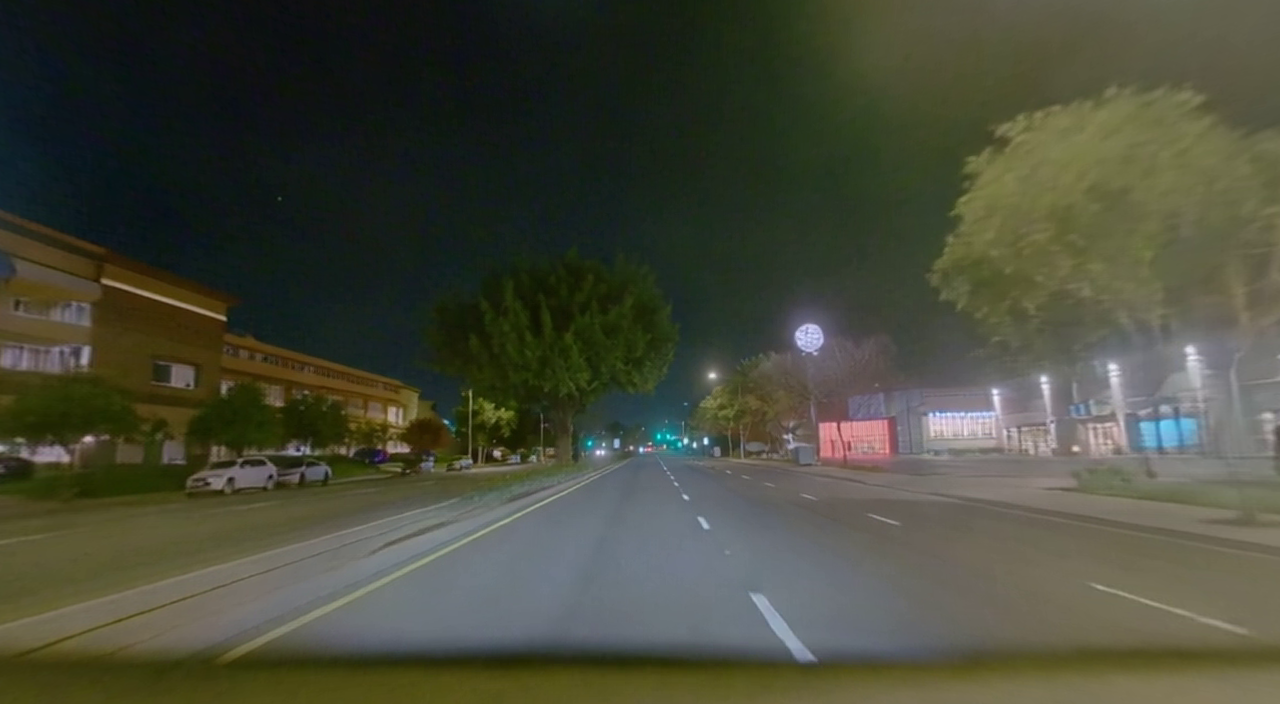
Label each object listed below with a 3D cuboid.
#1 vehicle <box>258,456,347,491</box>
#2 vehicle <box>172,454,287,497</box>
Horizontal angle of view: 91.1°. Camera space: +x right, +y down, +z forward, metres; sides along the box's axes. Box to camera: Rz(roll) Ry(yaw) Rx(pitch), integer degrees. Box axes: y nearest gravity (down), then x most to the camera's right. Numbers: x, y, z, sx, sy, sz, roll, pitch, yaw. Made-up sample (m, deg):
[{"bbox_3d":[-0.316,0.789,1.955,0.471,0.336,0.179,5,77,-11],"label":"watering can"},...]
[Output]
[{"bbox_3d":[-18.826,6.778,35.309,1.959,1.535,5.081,0,-7,3],"label":"vehicle"},{"bbox_3d":[-19.135,5.747,29.598,2.029,1.785,4.694,0,-9,3],"label":"vehicle"}]
